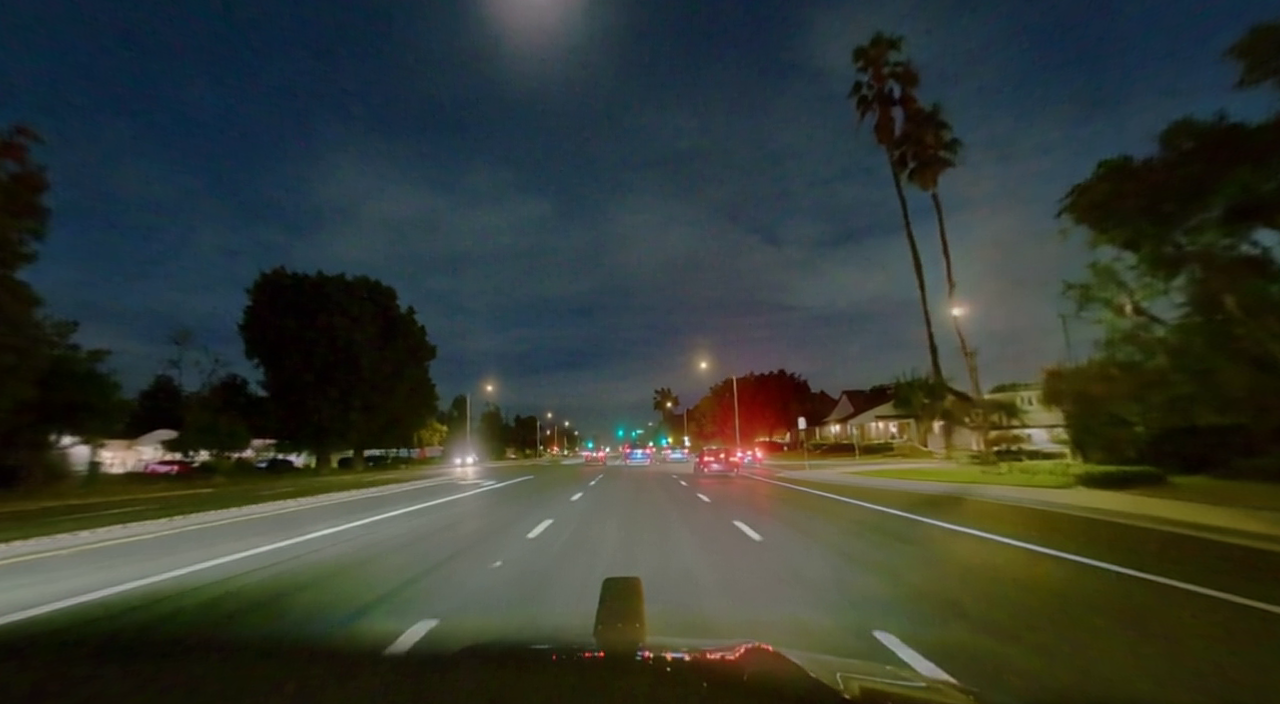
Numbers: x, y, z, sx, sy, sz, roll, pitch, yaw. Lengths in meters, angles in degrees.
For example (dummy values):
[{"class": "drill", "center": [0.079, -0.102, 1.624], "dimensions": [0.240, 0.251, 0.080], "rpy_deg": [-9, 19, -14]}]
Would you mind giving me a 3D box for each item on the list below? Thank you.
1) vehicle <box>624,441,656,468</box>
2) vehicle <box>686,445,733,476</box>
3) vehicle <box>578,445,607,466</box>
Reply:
[{"class": "vehicle", "center": [-0.038, 6.979, 43.247], "dimensions": [2.043, 1.734, 4.253], "rpy_deg": [0, -8, -1]}, {"class": "vehicle", "center": [3.425, 5.423, 31.892], "dimensions": [1.830, 1.451, 4.009], "rpy_deg": [0, -8, -1]}, {"class": "vehicle", "center": [-3.608, 7.940, 48.701], "dimensions": [2.000, 1.569, 3.794], "rpy_deg": [0, -8, -1]}]
